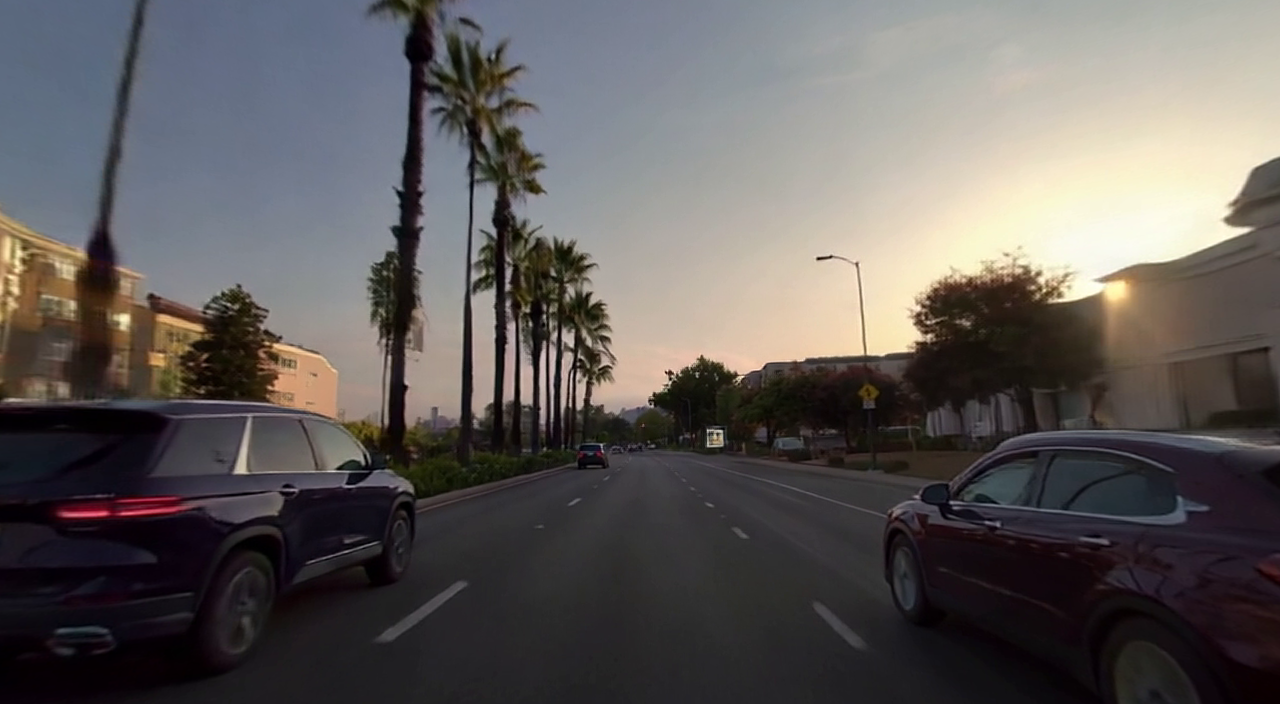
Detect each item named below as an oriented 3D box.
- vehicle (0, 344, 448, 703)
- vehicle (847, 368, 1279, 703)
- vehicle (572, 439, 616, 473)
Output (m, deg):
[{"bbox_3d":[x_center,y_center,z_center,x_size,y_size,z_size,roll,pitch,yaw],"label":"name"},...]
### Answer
[{"bbox_3d":[-3.246,1.178,4.964,2.058,1.804,4.391,0,-8,0],"label":"vehicle"},{"bbox_3d":[2.885,1.072,3.667,1.946,1.513,4.133,0,-8,0],"label":"vehicle"},{"bbox_3d":[-2.464,5.726,34.846,1.998,1.743,4.402,0,-8,1],"label":"vehicle"}]
